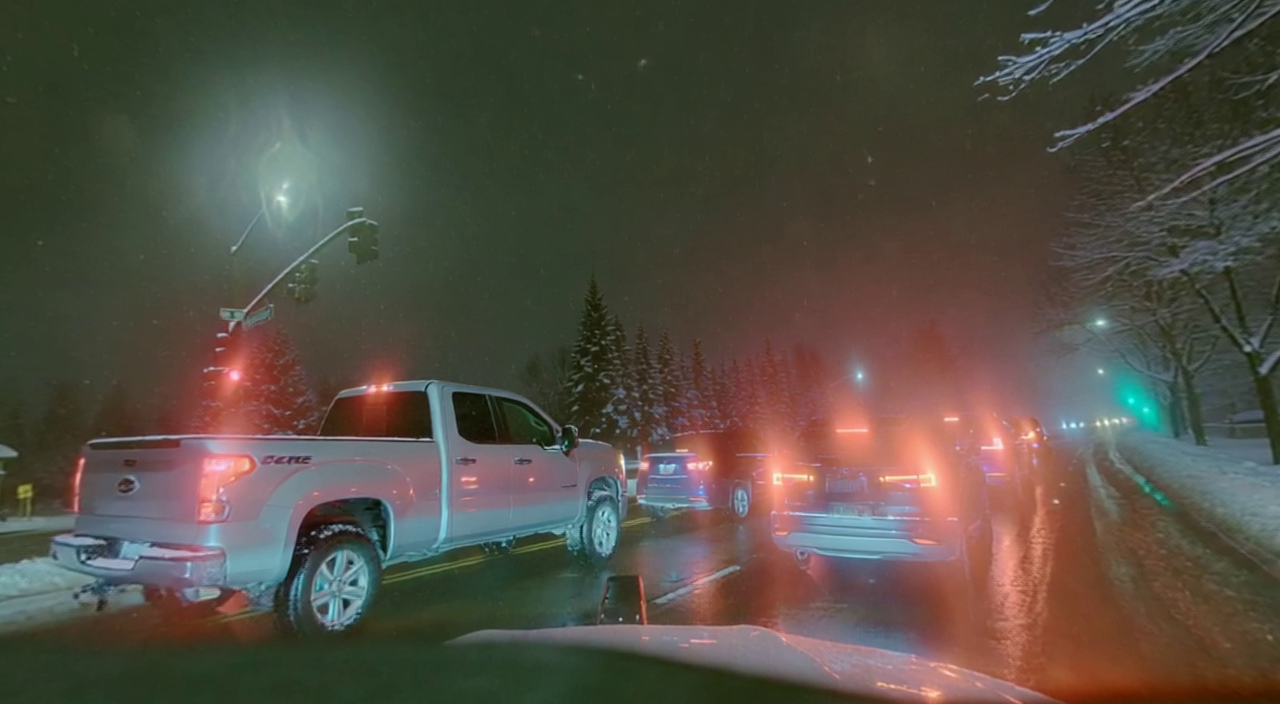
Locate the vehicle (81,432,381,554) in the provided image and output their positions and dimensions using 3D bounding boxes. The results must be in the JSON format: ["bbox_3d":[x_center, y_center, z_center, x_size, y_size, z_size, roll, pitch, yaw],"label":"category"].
[{"bbox_3d":[-8.347,2.797,13.446,2.174,2.057,4.738,-6,-10,33],"label":"vehicle"}]

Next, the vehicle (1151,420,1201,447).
[{"bbox_3d":[35.762,5.479,42.194,2.183,1.714,4.491,-7,-11,37],"label":"vehicle"}]

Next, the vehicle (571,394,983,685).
[{"bbox_3d":[1.718,1.378,5.990,2.027,1.549,4.801,-6,-10,35],"label":"vehicle"}]

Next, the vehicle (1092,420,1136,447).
[{"bbox_3d":[32.792,5.677,43.726,2.160,1.790,4.303,-6,-10,35],"label":"vehicle"}]

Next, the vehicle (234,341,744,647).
[{"bbox_3d":[-0.877,1.398,7.463,2.272,2.016,6.146,-5,-10,27],"label":"vehicle"}]
